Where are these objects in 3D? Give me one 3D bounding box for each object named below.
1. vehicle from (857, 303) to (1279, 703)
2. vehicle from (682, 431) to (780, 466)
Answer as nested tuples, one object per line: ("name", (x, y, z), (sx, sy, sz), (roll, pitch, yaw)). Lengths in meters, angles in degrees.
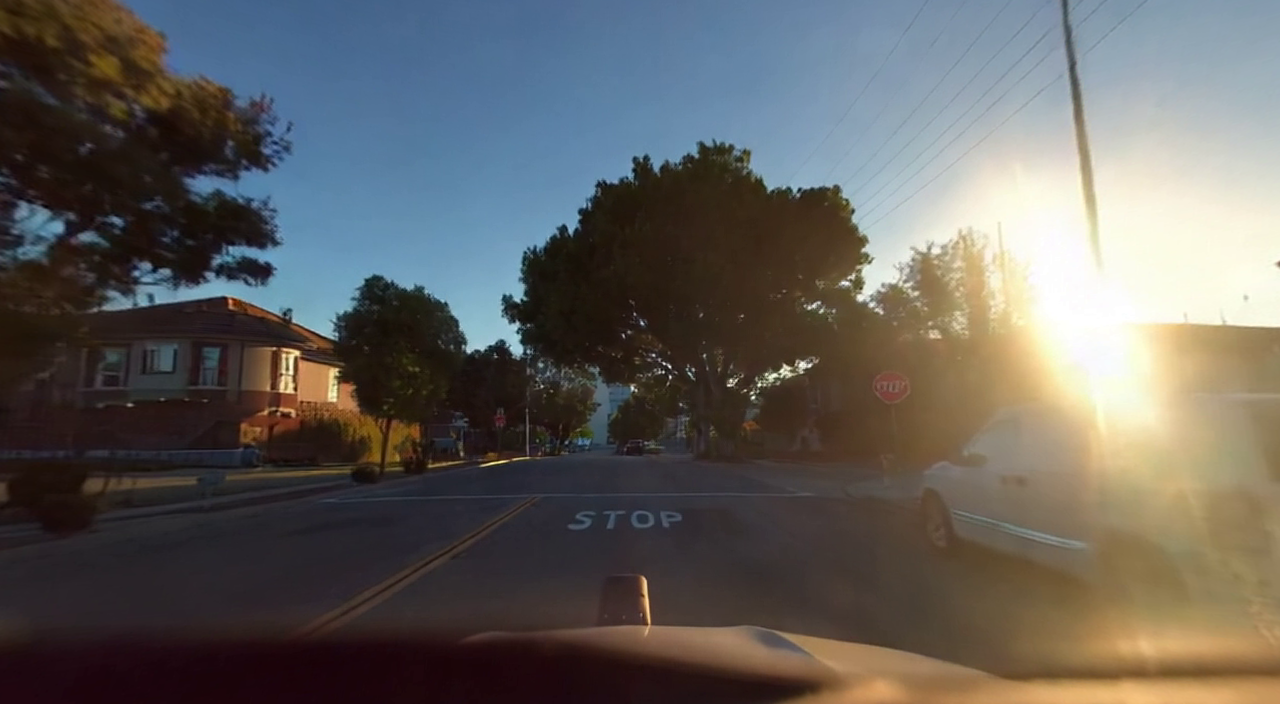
("vehicle", (4.124, 1.172, 5.685), (2.226, 1.986, 5.786), (0, -8, 0))
("vehicle", (4.883, 5.222, 34.104), (4.791, 1.733, 2.139), (-6, -10, 35))
